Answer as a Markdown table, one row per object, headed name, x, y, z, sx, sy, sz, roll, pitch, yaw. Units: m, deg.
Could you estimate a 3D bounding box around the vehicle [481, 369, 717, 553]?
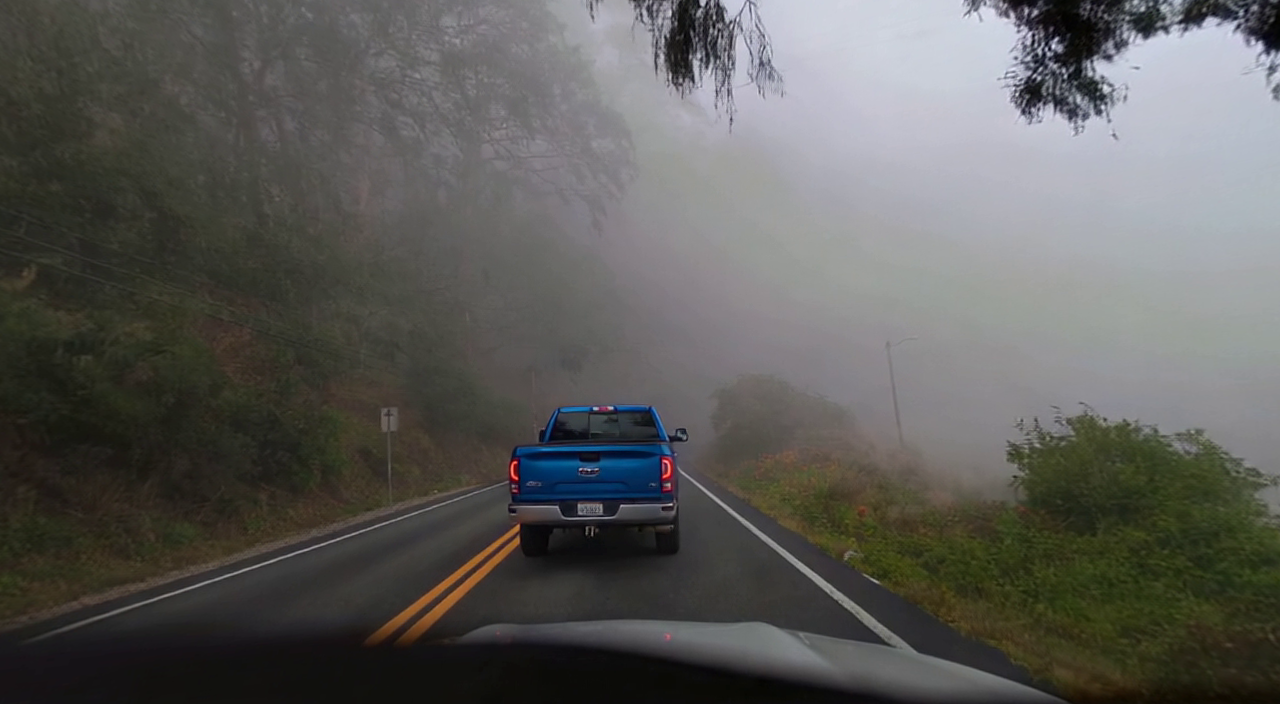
| name | x | y | z | sx | sy | sz | roll | pitch | yaw |
| --- | --- | --- | --- | --- | --- | --- | --- | --- | --- |
| vehicle | -0.527 | 1.749 | 10.673 | 2.837 | 2.223 | 5.885 | 0 | -8 | -1 |
